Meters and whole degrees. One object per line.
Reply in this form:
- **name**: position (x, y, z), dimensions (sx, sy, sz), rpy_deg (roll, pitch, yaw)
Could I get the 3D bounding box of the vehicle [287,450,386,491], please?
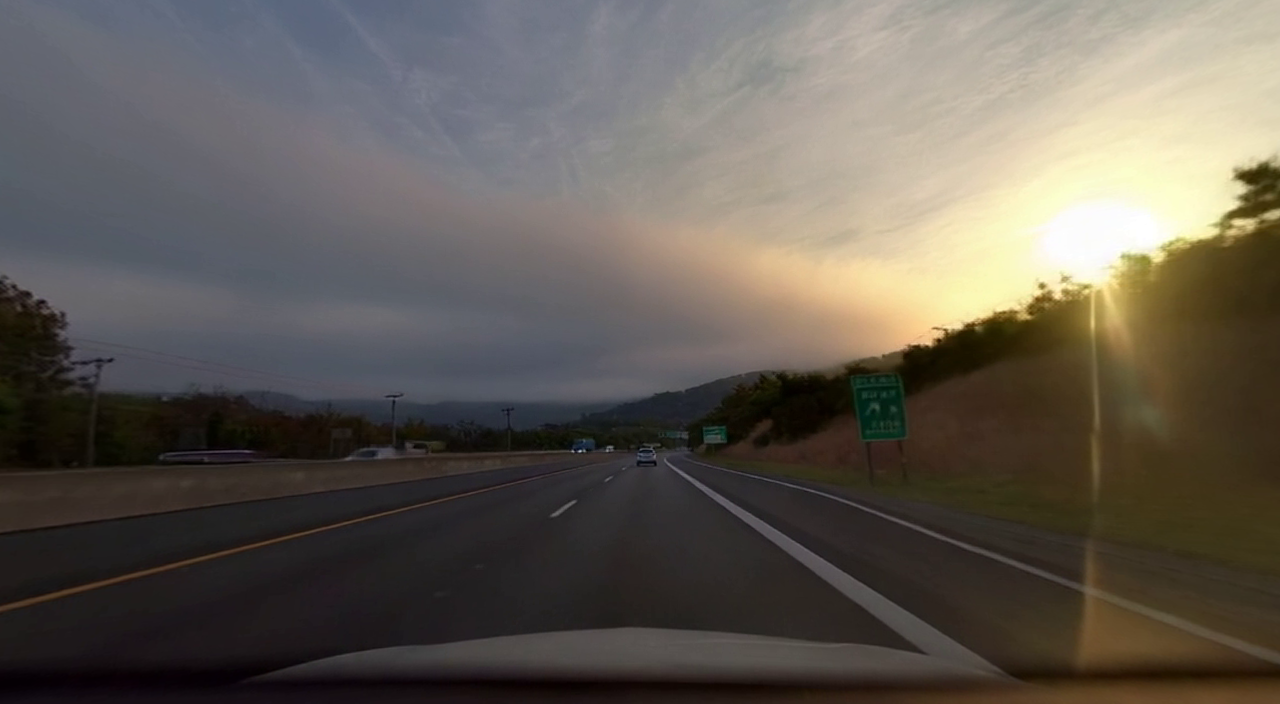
- **vehicle**: position (-12.732, 4.985, 26.811), dimensions (1.975, 1.543, 4.471), rpy_deg (0, -9, 0)
